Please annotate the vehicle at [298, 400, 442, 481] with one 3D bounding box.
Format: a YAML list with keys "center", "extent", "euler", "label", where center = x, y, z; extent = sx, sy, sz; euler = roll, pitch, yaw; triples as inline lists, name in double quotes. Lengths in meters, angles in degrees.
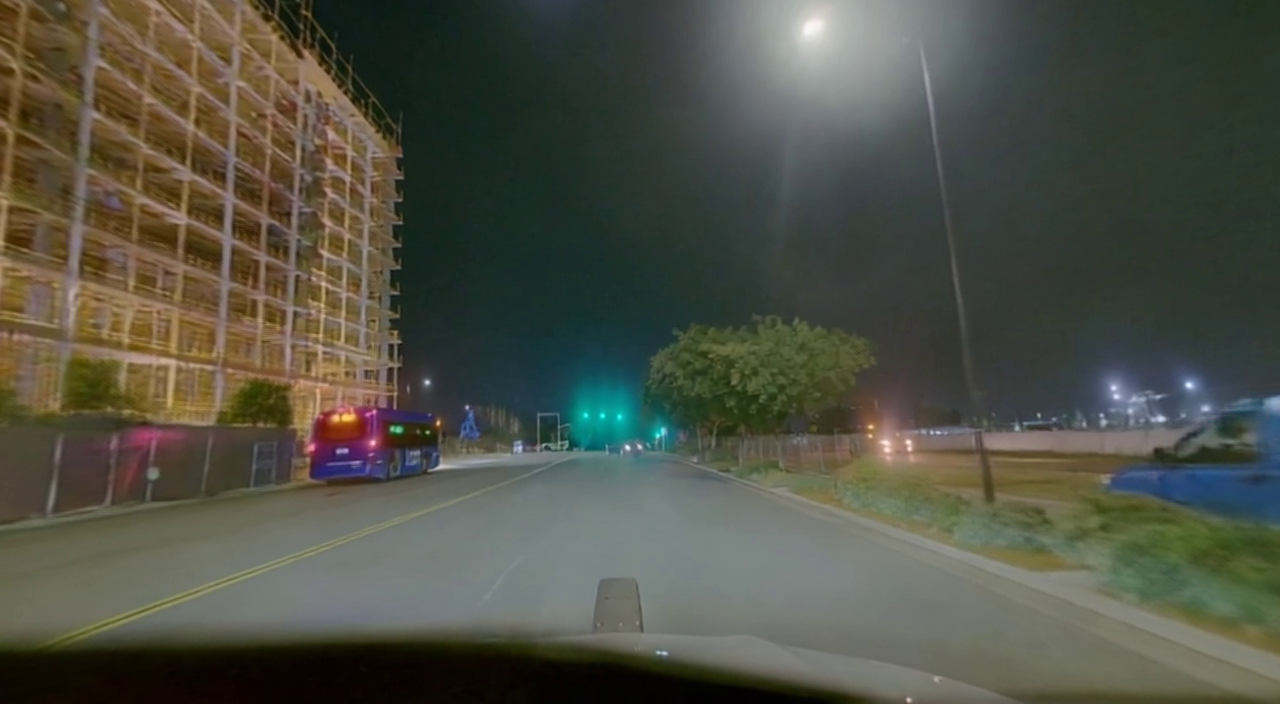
- center: [-10.416, 3.536, 25.207]
  extent: [2.979, 2.803, 5.962]
  euler: [0, -8, 1]
  label: "vehicle"

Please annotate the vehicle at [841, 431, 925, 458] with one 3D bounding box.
- center: [13.518, 5.175, 35.247]
  extent: [3.897, 1.470, 1.829]
  euler: [0, -9, -2]
  label: "vehicle"

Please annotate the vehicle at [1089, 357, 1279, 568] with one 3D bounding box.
- center: [7.033, 0.919, 5.161]
  extent: [2.267, 1.911, 5.816]
  euler: [0, -8, -2]
  label: "vehicle"
